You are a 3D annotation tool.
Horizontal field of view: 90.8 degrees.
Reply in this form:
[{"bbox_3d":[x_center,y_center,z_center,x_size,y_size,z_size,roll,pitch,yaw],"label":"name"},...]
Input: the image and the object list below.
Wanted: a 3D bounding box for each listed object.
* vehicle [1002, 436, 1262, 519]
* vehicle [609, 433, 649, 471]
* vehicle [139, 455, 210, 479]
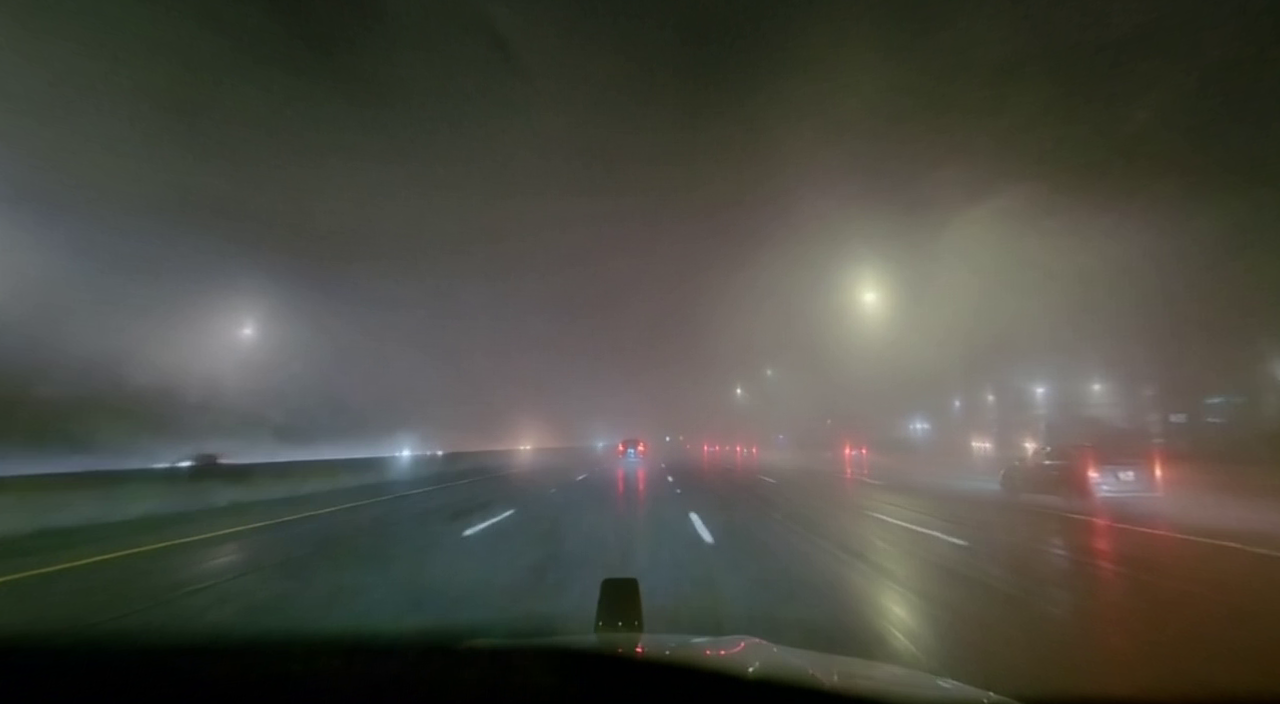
[{"bbox_3d":[9.960,2.546,13.392,1.900,1.432,4.519,0,-9,0],"label":"vehicle"},{"bbox_3d":[-0.494,5.157,32.702,1.893,1.827,4.513,0,-9,1],"label":"vehicle"},{"bbox_3d":[-31.920,7.849,43.413,1.770,1.494,3.939,0,-9,1],"label":"vehicle"}]
